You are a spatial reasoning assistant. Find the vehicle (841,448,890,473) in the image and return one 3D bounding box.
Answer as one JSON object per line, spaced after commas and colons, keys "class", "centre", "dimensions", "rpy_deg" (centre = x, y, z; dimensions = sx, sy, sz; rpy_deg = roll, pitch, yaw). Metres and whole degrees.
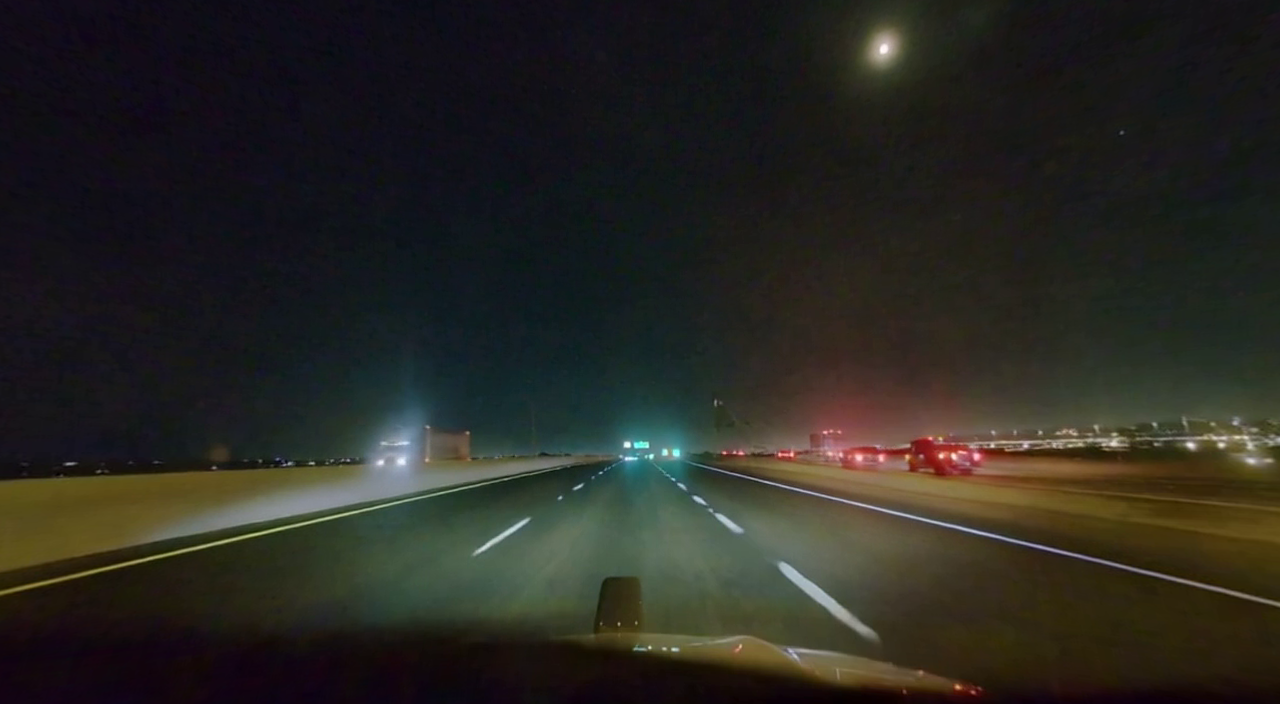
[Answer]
{"class": "vehicle", "centre": [15.425, 7.409, 43.132], "dimensions": [1.834, 1.555, 3.751], "rpy_deg": [0, -9, -2]}
